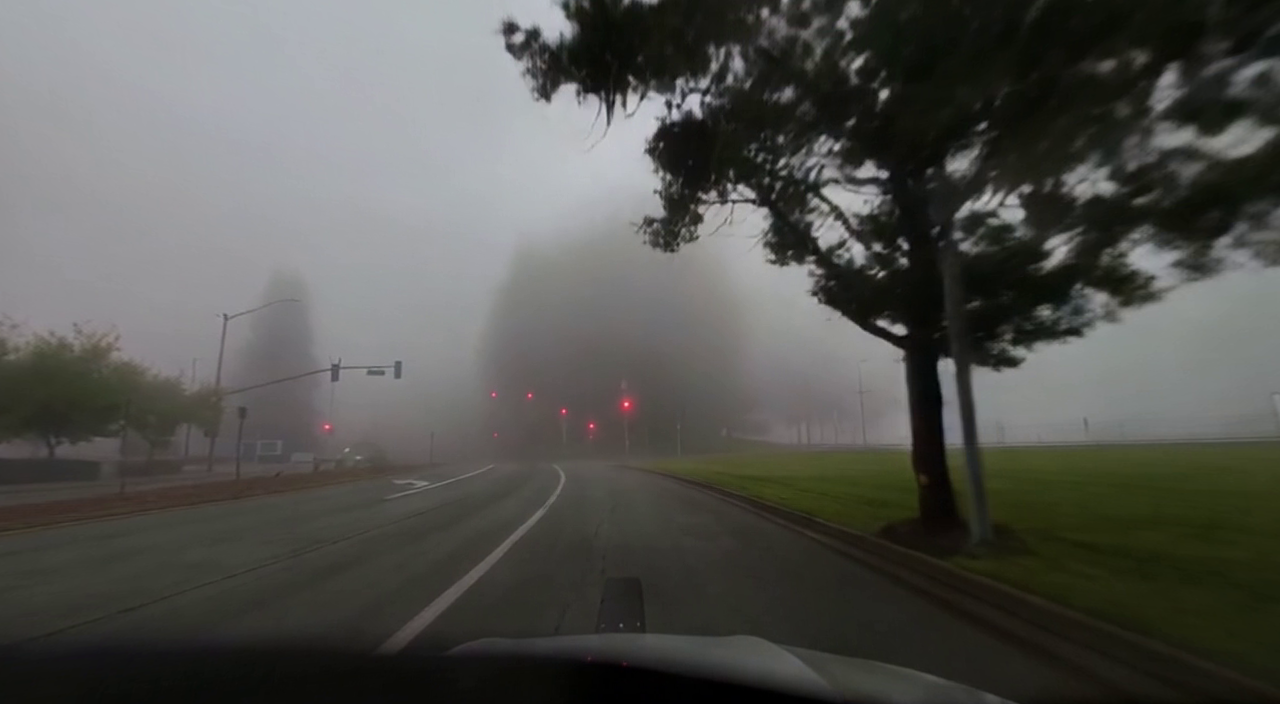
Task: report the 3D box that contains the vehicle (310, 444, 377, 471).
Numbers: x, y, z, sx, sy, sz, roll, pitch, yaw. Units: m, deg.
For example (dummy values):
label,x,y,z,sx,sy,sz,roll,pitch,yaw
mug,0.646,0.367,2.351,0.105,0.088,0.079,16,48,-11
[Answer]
label,x,y,z,sx,sy,sz,roll,pitch,yaw
vehicle,-19.312,6.885,41.297,1.870,1.594,4.447,-1,-9,6
